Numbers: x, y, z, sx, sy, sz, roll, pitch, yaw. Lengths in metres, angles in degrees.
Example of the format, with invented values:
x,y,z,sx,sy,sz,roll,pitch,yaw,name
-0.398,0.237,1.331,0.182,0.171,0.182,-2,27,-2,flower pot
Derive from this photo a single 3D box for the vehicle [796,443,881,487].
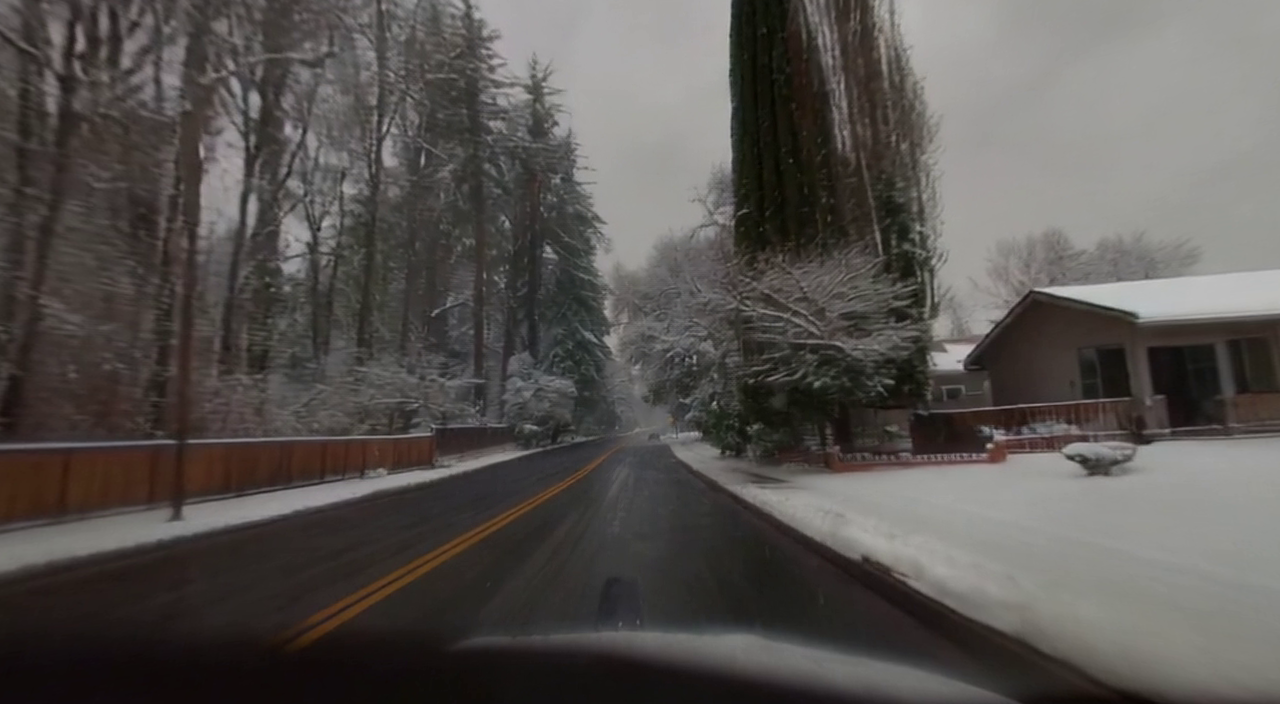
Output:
x,y,z,sx,sy,sz,roll,pitch,yaw,name
8.211,4.692,26.584,1.954,1.652,4.520,0,-9,-2,vehicle
